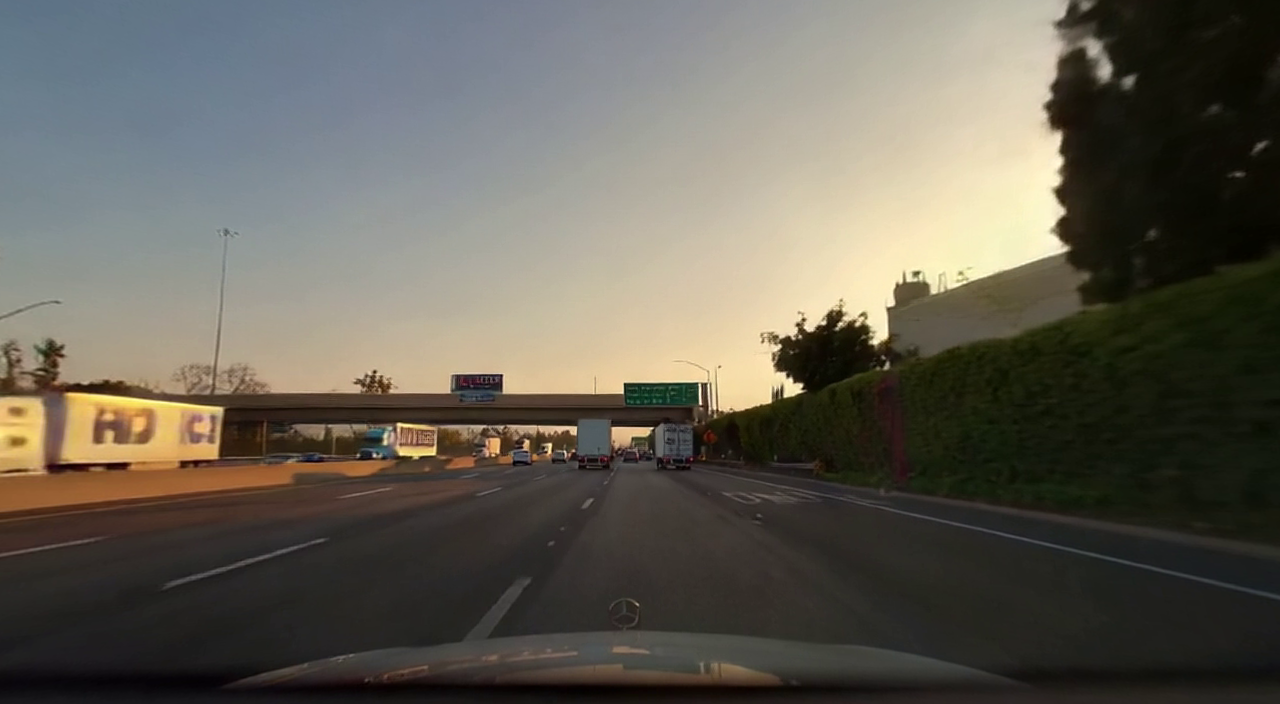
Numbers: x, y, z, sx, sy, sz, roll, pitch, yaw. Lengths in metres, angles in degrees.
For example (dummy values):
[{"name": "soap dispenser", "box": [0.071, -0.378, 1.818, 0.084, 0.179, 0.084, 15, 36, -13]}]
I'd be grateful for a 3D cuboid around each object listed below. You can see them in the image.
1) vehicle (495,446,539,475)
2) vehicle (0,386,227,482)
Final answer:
[{"name": "vehicle", "box": [-7.641, 6.771, 39.752, 2.132, 1.679, 4.045, 0, -9, -3]}, {"name": "vehicle", "box": [-23.016, 3.760, 28.193, 2.915, 3.535, 9.511, 0, -9, -2]}]
